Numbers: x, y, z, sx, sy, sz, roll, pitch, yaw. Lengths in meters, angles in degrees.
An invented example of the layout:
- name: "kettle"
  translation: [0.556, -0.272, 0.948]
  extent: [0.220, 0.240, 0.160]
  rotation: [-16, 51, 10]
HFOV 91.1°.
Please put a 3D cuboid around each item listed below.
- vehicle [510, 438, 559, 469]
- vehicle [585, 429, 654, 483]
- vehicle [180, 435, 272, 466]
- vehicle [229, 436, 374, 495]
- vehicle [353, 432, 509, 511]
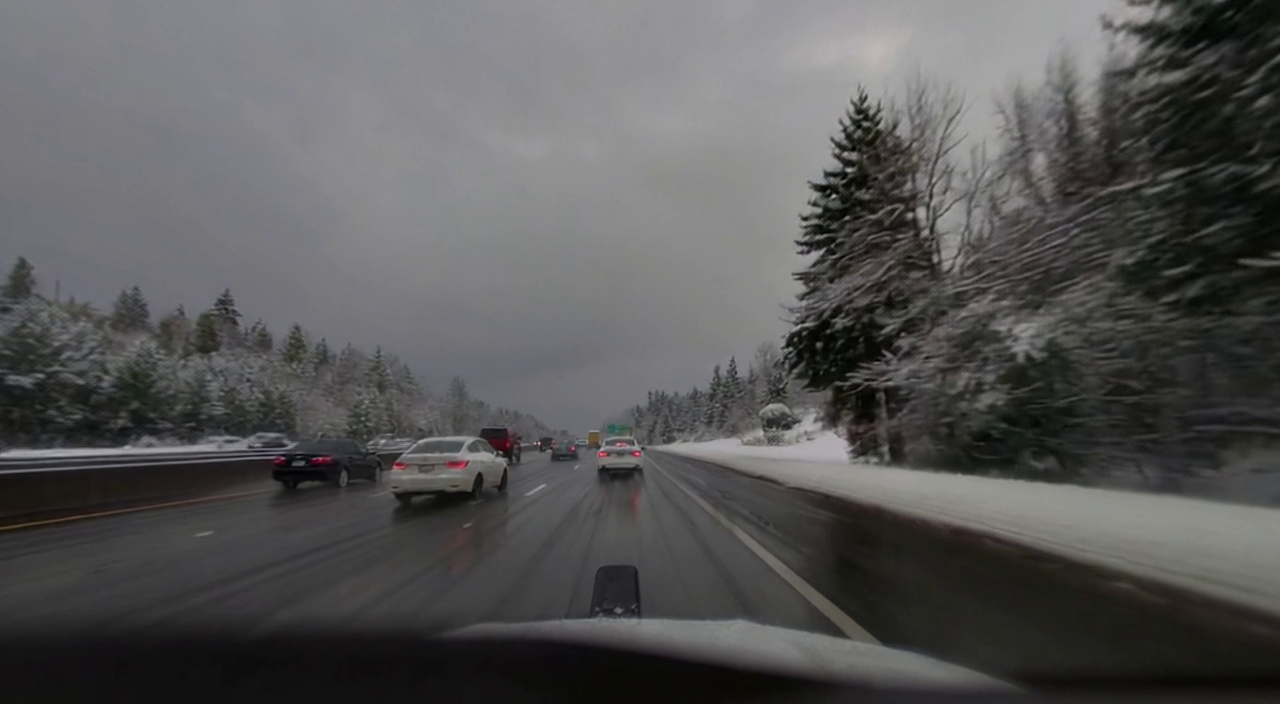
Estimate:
- name: "vehicle"
  translation: [-5.241, 5.084, 31.723]
  extent: [1.835, 1.432, 3.835]
  rotation: [0, -8, 0]
- name: "vehicle"
  translation: [-0.694, 3.527, 21.761]
  extent: [2.178, 1.658, 3.916]
  rotation: [0, -8, -1]
- name: "vehicle"
  translation: [-21.642, 5.123, 33.088]
  extent: [1.834, 1.469, 4.535]
  rotation: [0, -8, -1]
- name: "vehicle"
  translation: [-9.250, 3.096, 17.606]
  extent: [1.850, 1.439, 3.932]
  rotation: [0, -8, 0]
- name: "vehicle"
  translation: [-4.372, 2.532, 14.012]
  extent: [1.971, 1.464, 4.386]
  rotation: [0, -8, 0]
